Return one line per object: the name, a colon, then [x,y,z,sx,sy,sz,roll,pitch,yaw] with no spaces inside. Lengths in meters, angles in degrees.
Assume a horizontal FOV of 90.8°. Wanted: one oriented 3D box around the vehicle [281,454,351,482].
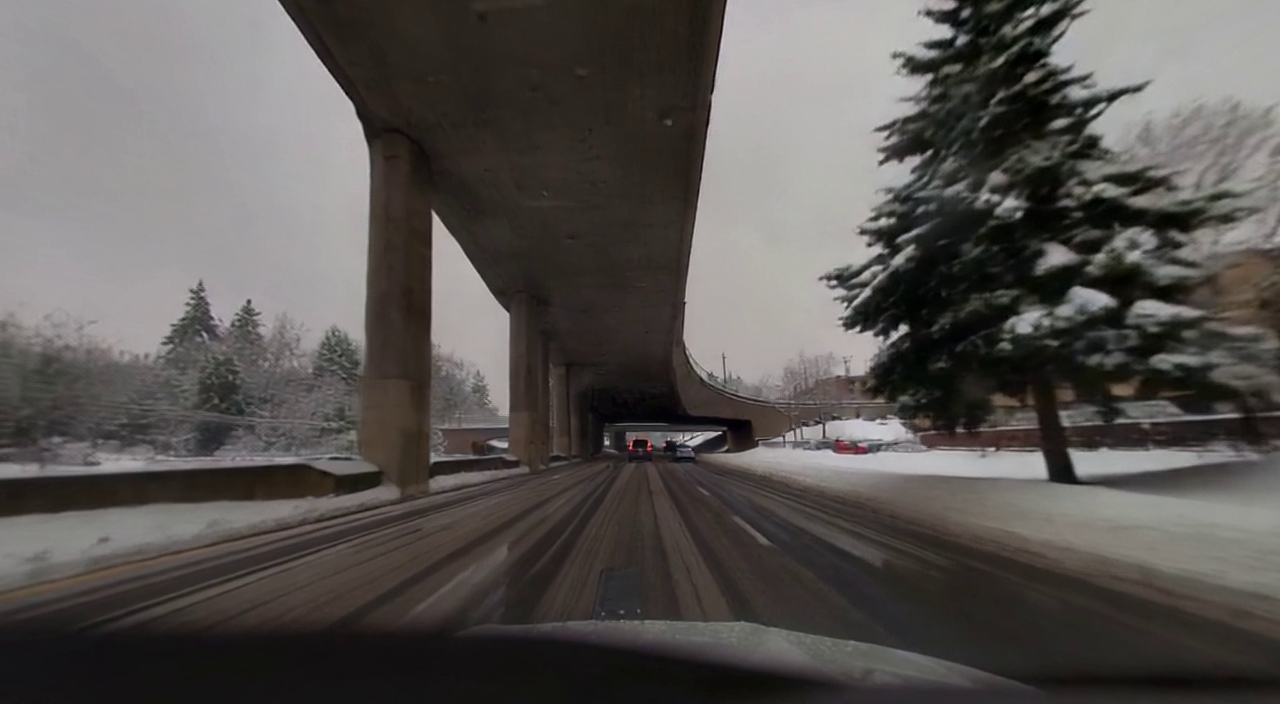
vehicle: [-18.524,6.646,36.358,1.805,1.444,4.221,0,-8,0]
